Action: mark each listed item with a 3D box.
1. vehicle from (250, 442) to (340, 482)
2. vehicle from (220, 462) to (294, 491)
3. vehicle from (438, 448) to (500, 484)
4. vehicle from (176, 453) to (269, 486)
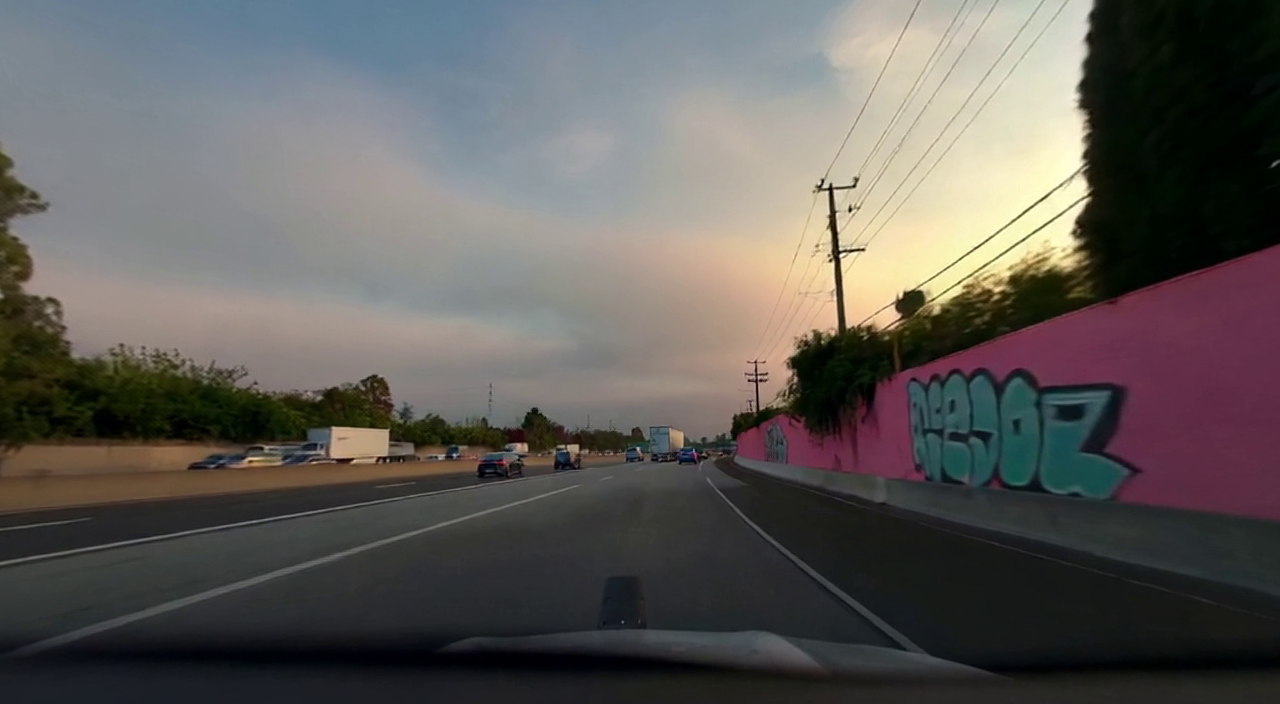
[{"bbox_3d":[-23.009,7.346,42.367,2.521,2.525,5.345,-2,-9,7],"label":"vehicle"},{"bbox_3d":[-20.009,6.510,33.068,1.551,1.343,3.308,-1,-9,6],"label":"vehicle"},{"bbox_3d":[-7.440,4.974,27.659,1.708,1.489,2.840,-1,-9,6],"label":"vehicle"},{"bbox_3d":[-23.676,6.648,35.943,2.075,1.694,4.379,-1,-9,4],"label":"vehicle"}]
